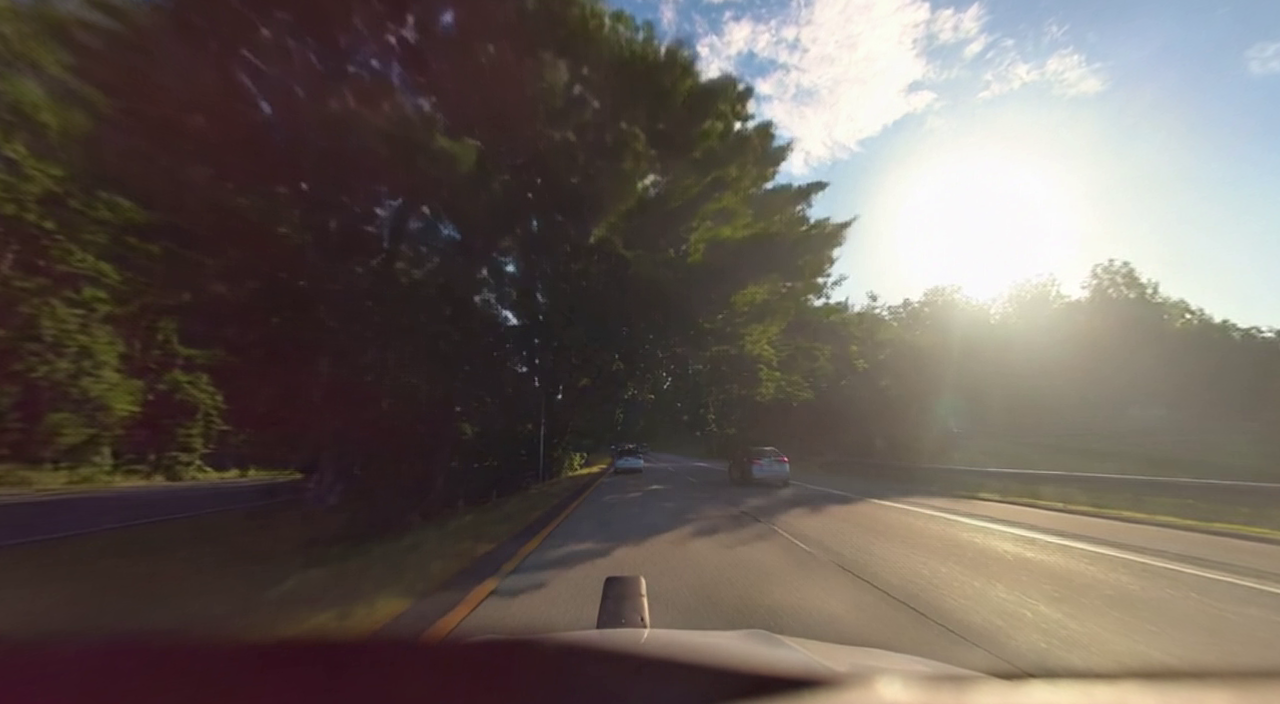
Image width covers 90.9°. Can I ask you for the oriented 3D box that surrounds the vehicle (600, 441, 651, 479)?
[{"bbox_3d":[-0.629,4.858,28.483,2.120,1.575,4.018,0,-9,0],"label":"vehicle"}]

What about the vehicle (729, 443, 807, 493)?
[{"bbox_3d":[4.057,3.731,20.522,1.757,1.459,3.398,0,-9,-1],"label":"vehicle"}]
